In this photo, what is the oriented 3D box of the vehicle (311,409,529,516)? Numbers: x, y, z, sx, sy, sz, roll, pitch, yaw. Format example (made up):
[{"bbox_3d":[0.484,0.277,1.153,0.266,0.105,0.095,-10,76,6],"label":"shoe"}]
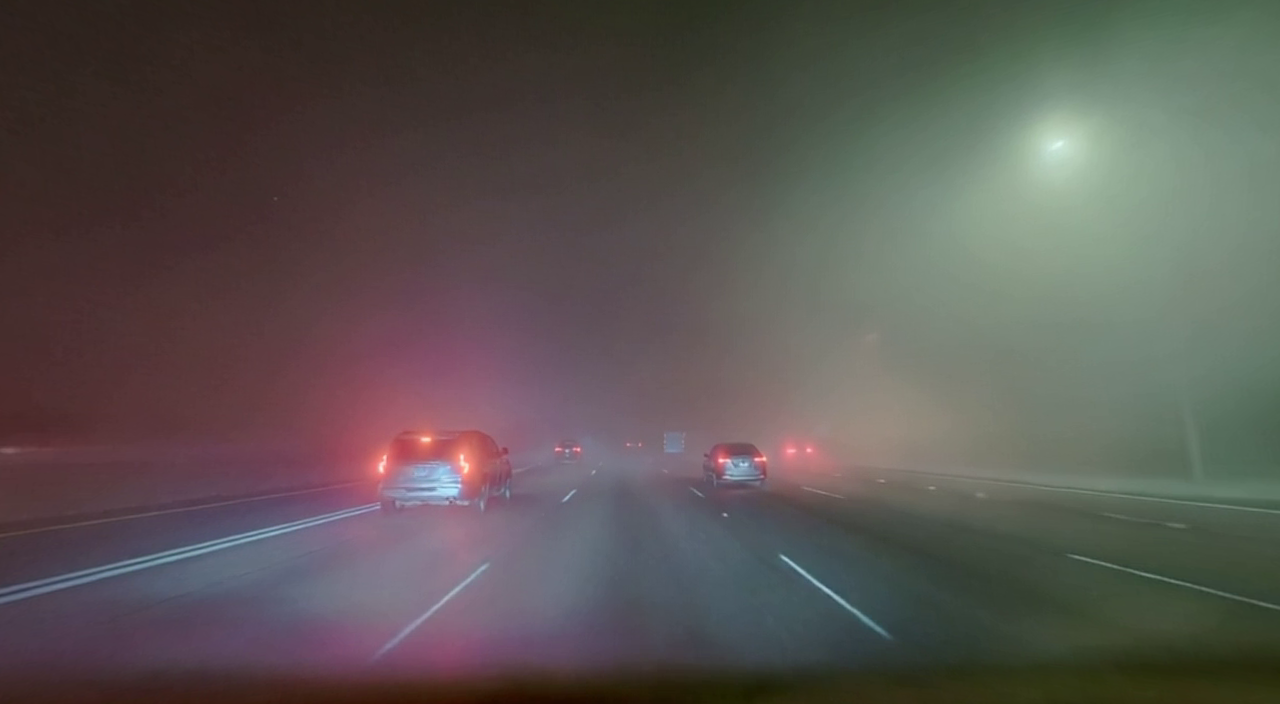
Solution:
[{"bbox_3d":[-4.353,2.356,13.965,2.684,1.839,5.803,0,-8,1],"label":"vehicle"}]

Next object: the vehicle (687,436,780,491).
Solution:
[{"bbox_3d":[2.784,3.438,19.897,2.053,1.510,4.400,0,-8,-2],"label":"vehicle"}]

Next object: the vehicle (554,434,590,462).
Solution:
[{"bbox_3d":[-4.734,6.791,44.661,2.149,1.843,4.348,2,-8,-2],"label":"vehicle"}]

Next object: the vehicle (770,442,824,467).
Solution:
[{"bbox_3d":[10.030,6.532,40.597,2.105,1.496,4.393,0,-8,-3],"label":"vehicle"}]
